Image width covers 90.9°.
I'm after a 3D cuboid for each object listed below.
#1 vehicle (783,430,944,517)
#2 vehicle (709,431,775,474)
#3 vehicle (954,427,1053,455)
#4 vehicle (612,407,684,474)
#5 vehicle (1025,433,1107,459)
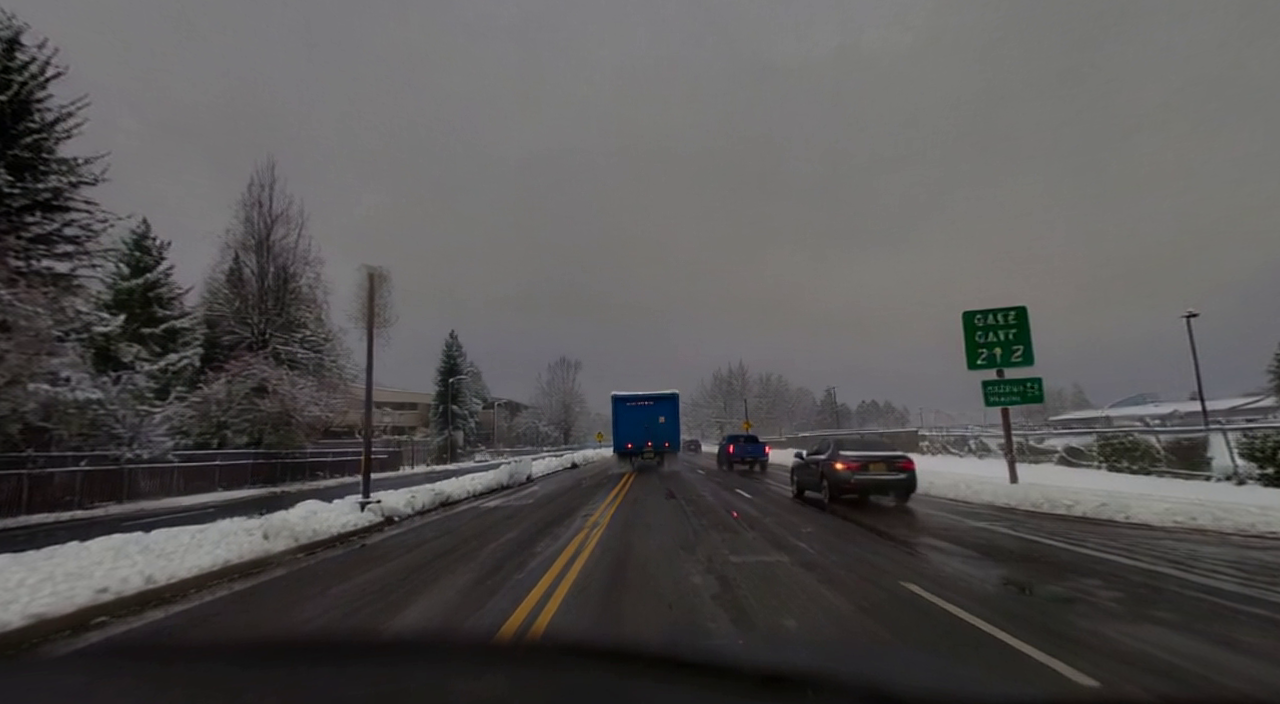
[{"bbox_3d":[4.679,2.591,13.975,2.001,1.621,4.208,0,-8,0],"label":"vehicle"},{"bbox_3d":[4.784,4.813,30.346,2.375,1.857,5.100,0,-8,0],"label":"vehicle"},{"bbox_3d":[22.838,5.635,39.735,4.995,1.543,1.899,-2,-10,1],"label":"vehicle"},{"bbox_3d":[0.465,4.452,31.668,3.197,2.963,7.055,0,-8,2],"label":"vehicle"},{"bbox_3d":[22.920,5.070,33.958,3.251,1.321,1.555,0,-8,-1],"label":"vehicle"}]
